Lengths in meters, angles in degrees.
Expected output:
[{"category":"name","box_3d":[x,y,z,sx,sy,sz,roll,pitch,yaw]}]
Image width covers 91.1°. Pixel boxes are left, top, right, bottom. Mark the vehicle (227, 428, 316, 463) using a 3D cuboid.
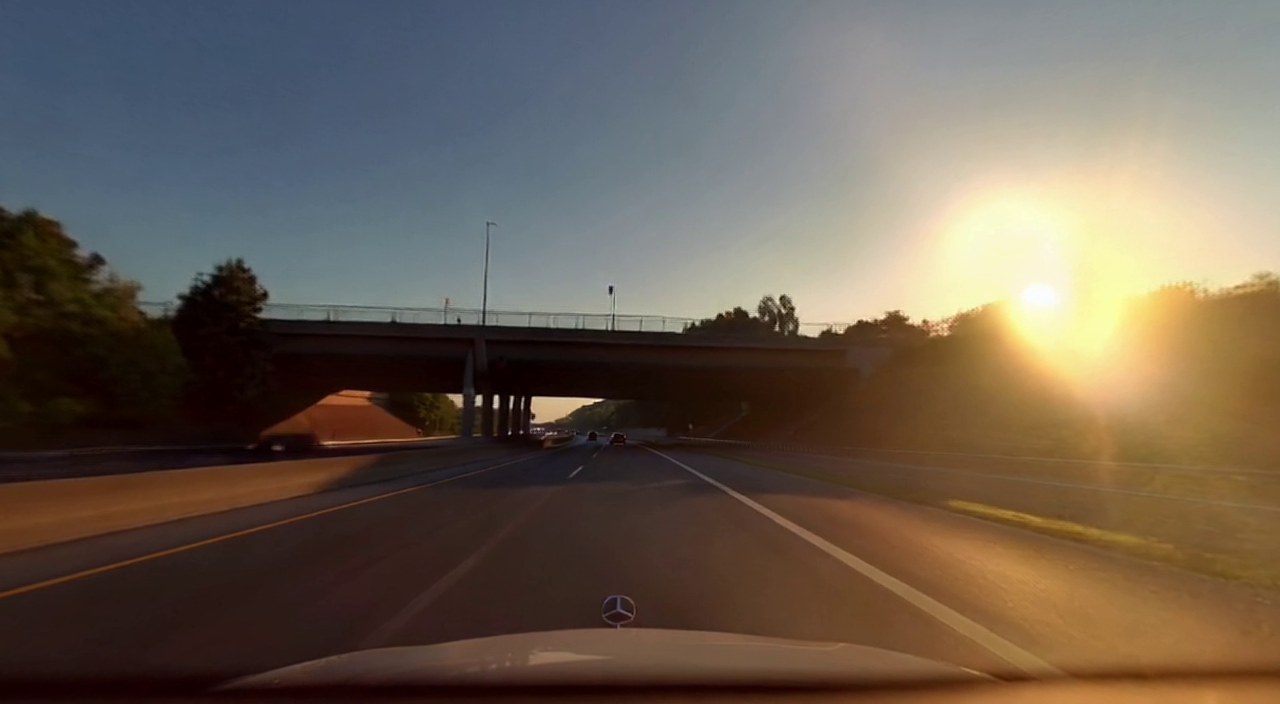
[{"category":"vehicle","box_3d":[-16.845,4.288,28.992,1.776,1.476,4.034,0,-8,-2]}]
